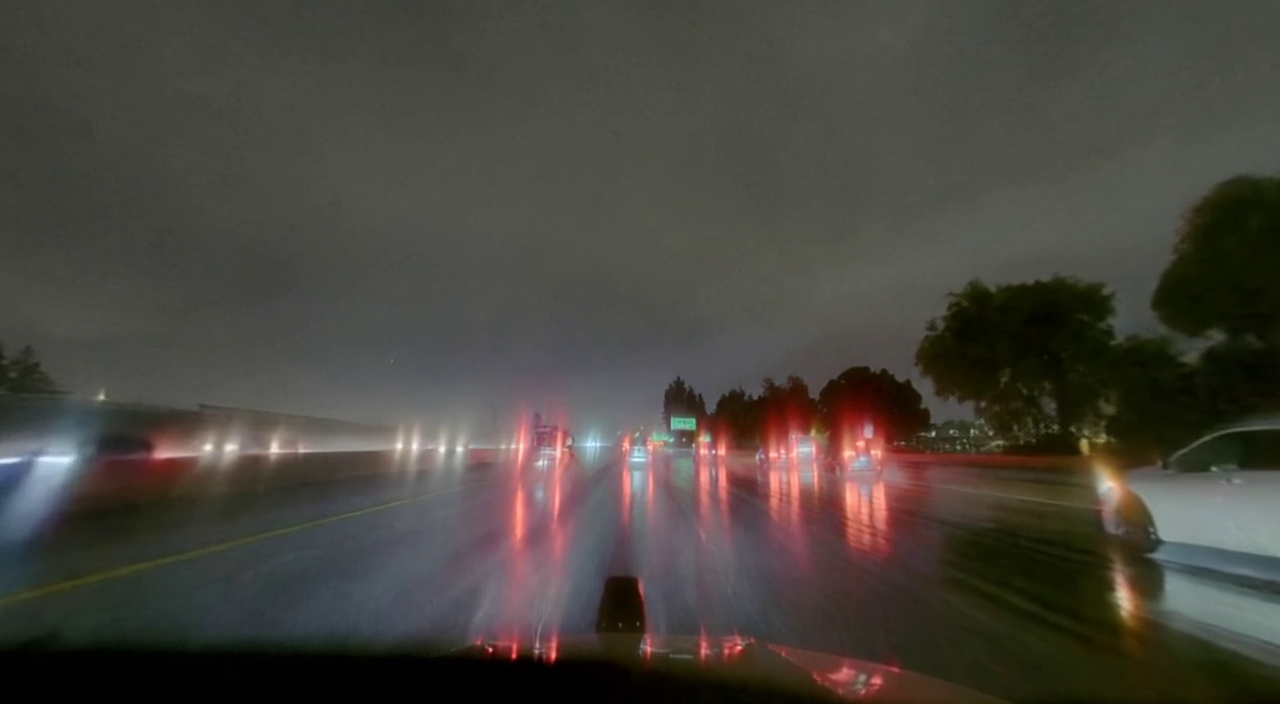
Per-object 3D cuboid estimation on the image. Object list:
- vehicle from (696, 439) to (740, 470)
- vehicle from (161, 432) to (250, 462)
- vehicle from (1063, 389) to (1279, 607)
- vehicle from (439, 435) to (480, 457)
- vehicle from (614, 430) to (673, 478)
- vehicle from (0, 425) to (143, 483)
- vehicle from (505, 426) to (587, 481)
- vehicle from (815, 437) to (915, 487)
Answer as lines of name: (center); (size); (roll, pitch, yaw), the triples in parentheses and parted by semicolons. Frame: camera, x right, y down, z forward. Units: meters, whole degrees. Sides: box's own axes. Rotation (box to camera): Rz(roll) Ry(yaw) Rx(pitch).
vehicle: (4.457, 5.925, 36.666); (2.022, 1.682, 4.226); (0, -9, 0)
vehicle: (-25.711, 5.643, 37.458); (1.947, 1.682, 4.606); (0, -9, 1)
vehicle: (5.970, 1.156, 5.003); (2.041, 1.669, 4.712); (0, -9, 2)
vehicle: (-14.211, 7.448, 49.830); (1.885, 1.593, 4.292); (0, -9, 1)
vehicle: (0.134, 4.074, 25.224); (2.181, 1.728, 3.970); (0, -9, 0)
vehicle: (-18.007, 3.051, 18.997); (1.992, 1.524, 4.843); (0, -9, 1)
vehicle: (-3.278, 3.677, 22.975); (2.199, 1.777, 4.790); (0, -9, 1)
vehicle: (7.748, 3.806, 22.089); (1.989, 1.569, 3.964); (0, -9, -1)
